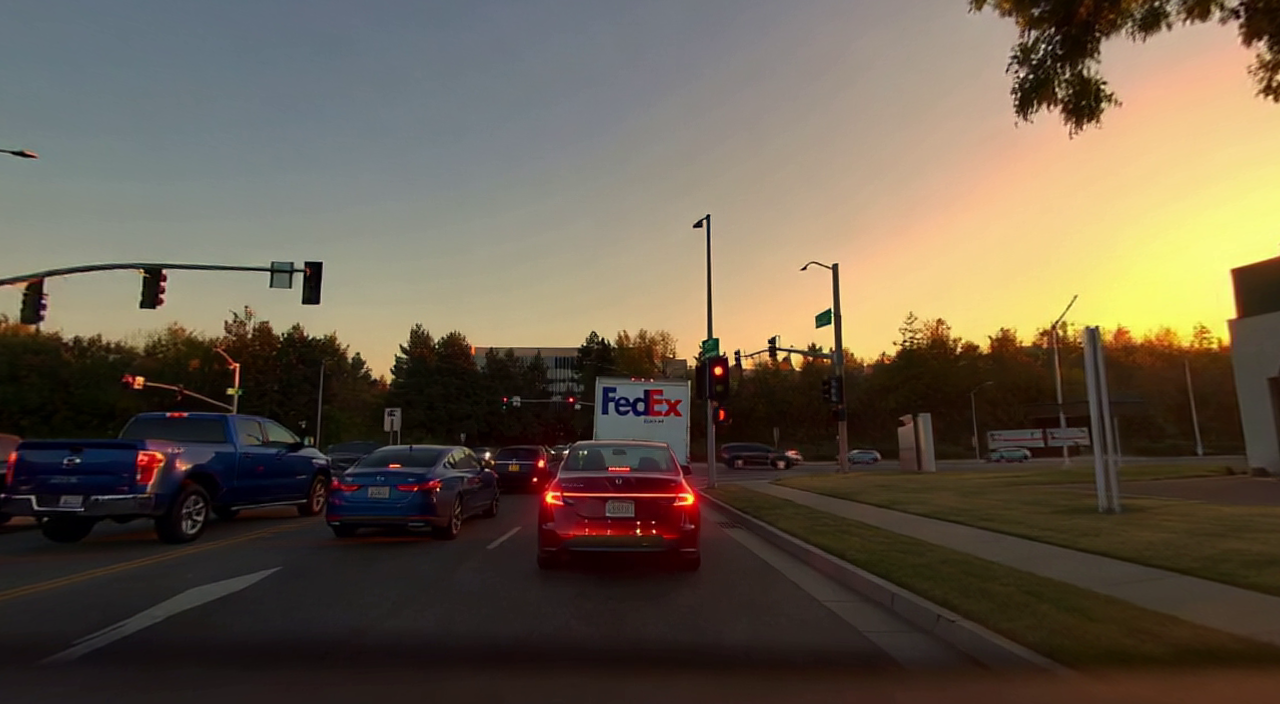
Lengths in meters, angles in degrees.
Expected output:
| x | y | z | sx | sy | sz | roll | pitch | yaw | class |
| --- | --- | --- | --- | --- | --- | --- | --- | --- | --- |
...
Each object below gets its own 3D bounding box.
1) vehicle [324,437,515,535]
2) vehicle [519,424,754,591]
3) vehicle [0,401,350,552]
| x | y | z | sx | sy | sz | roll | pitch | yaw | class |
| --- | --- | --- | --- | --- | --- | --- | --- | --- | --- |
| -3.855 | 2.402 | 11.949 | 1.949 | 1.487 | 4.390 | 0 | -9 | 1 | vehicle |
| -0.036 | 1.748 | 7.953 | 2.145 | 1.513 | 4.269 | 0 | -9 | 0 | vehicle |
| -7.267 | 1.983 | 10.745 | 2.125 | 1.893 | 5.498 | 0 | -9 | -2 | vehicle |
